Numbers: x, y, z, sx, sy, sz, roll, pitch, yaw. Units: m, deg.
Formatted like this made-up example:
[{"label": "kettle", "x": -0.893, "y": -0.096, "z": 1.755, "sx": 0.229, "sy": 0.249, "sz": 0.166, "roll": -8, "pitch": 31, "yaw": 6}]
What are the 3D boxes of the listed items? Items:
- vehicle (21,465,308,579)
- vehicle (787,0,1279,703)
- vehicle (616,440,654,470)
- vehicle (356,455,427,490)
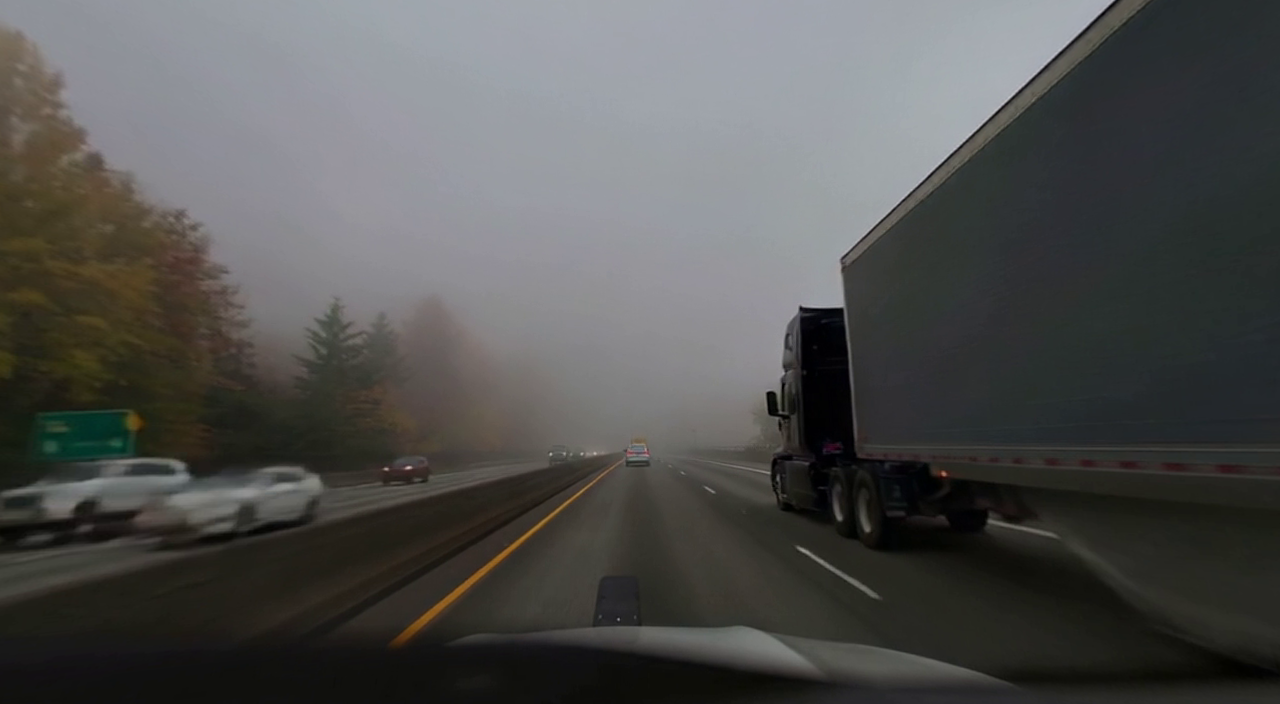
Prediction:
[{"label": "vehicle", "x": -8.387, "y": 2.982, "z": 11.756, "sx": 1.914, "sy": 1.540, "sz": 4.471, "roll": 0, "pitch": -9, "yaw": -1}, {"label": "vehicle", "x": 4.591, "y": 0.121, "z": 5.616, "sx": 2.910, "sy": 4.090, "sz": 14.063, "roll": 0, "pitch": -9, "yaw": -1}, {"label": "vehicle", "x": -0.307, "y": 6.274, "z": 38.393, "sx": 2.168, "sy": 1.705, "sz": 4.272, "roll": 0, "pitch": -9, "yaw": -1}, {"label": "vehicle", "x": -13.570, "y": 6.566, "z": 34.501, "sx": 1.999, "sy": 1.686, "sz": 4.588, "roll": -1, "pitch": -9, "yaw": 0}]
